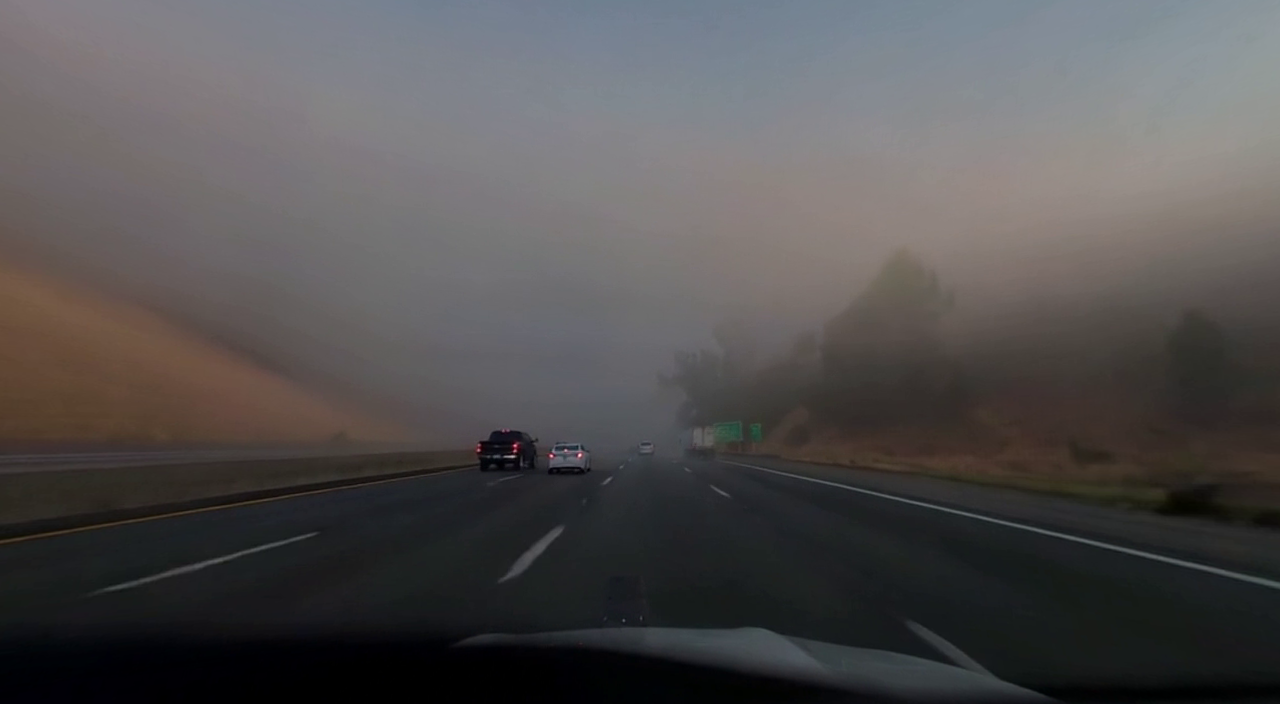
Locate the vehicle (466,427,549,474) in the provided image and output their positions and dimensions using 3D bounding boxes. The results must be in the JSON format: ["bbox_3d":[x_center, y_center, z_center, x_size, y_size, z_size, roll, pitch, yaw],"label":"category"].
[{"bbox_3d":[-6.404,4.877,31.459,2.589,2.063,6.206,0,-8,2],"label":"vehicle"}]

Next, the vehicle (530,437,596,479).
[{"bbox_3d":[-3.040,4.326,25.916,2.091,1.552,4.516,0,-8,1],"label":"vehicle"}]

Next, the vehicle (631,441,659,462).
[{"bbox_3d":[0.399,7.622,48.524,2.031,1.566,3.904,0,-8,1],"label":"vehicle"}]
